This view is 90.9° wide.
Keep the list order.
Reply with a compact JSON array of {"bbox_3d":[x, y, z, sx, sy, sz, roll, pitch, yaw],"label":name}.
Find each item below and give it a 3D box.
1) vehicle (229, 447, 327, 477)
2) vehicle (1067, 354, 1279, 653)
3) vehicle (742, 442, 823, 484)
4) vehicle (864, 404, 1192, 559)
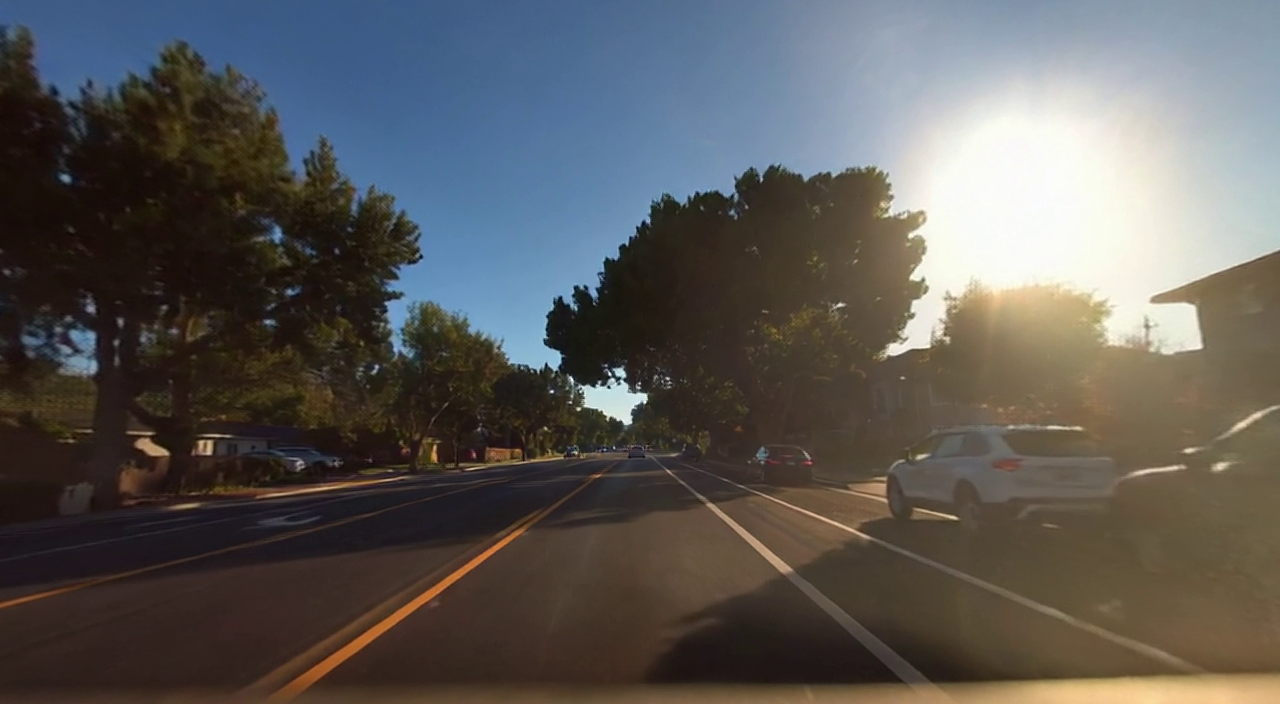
[{"bbox_3d":[-21.800,6.624,38.106,4.610,1.721,2.019,0,-9,-2],"label":"vehicle"},{"bbox_3d":[4.977,0.848,3.345,2.160,1.800,4.646,0,-9,1],"label":"vehicle"},{"bbox_3d":[5.376,4.230,24.358,1.935,1.453,4.488,0,-9,-2],"label":"vehicle"},{"bbox_3d":[5.236,1.812,9.499,2.047,1.752,4.538,0,-9,1],"label":"vehicle"}]
